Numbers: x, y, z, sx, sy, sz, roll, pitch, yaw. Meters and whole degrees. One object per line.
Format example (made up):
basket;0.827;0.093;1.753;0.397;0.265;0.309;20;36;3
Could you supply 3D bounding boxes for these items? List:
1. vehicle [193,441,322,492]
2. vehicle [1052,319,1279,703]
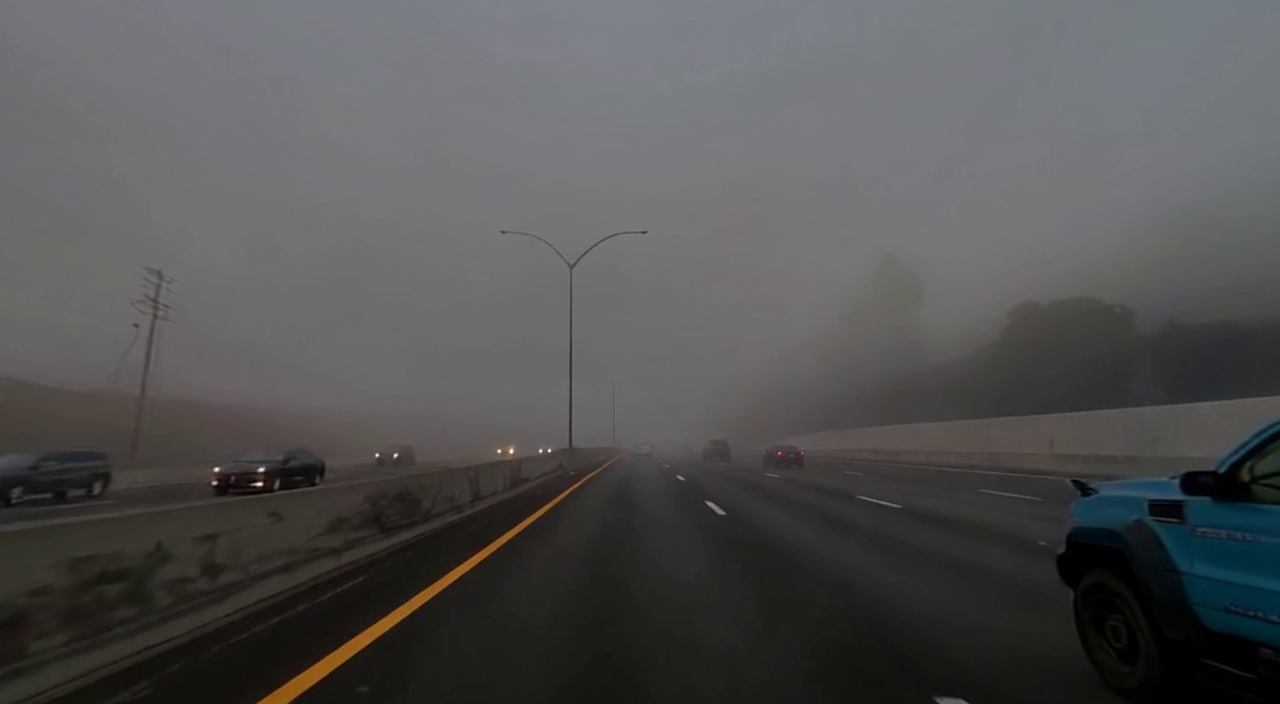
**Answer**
vehicle;-14.598;4.361;24.536;2.011;1.732;4.825;0;-8;0
vehicle;3.308;0.581;1.222;1.973;1.710;4.476;0;-8;0
